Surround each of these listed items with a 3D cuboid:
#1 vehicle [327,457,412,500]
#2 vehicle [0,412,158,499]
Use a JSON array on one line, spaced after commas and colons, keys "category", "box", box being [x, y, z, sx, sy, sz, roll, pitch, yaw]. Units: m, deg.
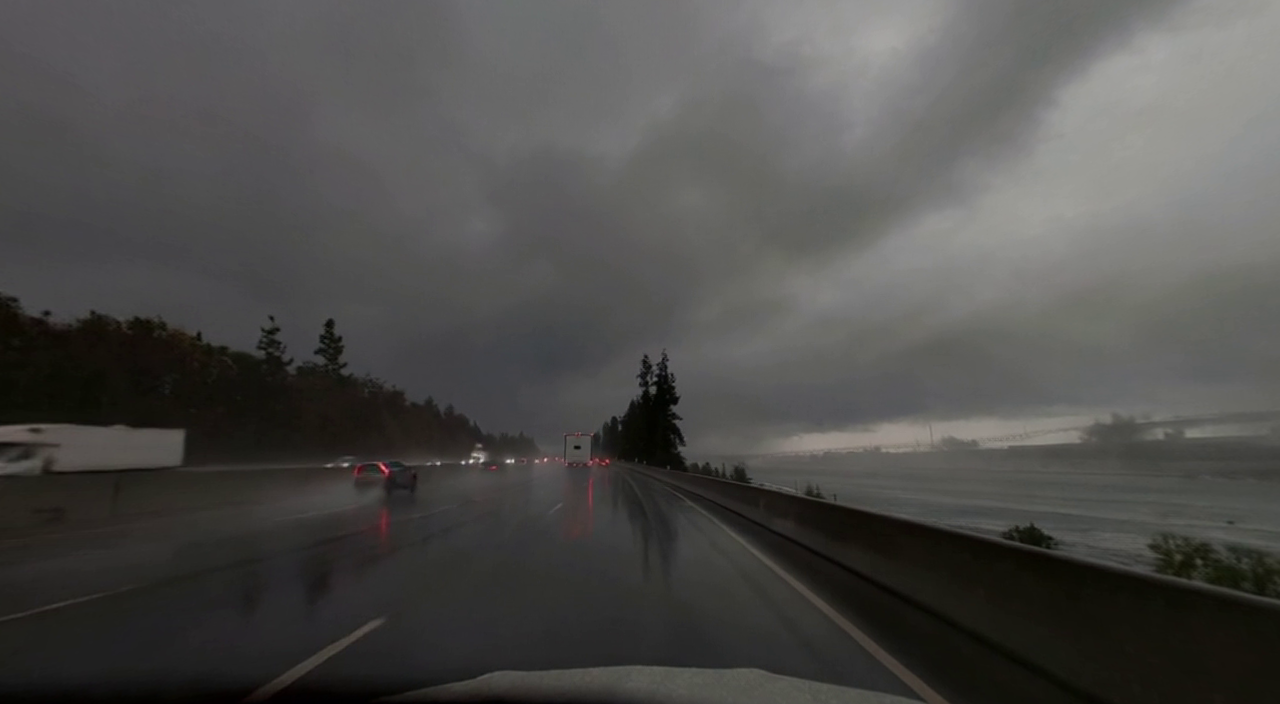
[{"category": "vehicle", "box": [-12.501, 5.844, 29.514, 2.005, 1.774, 4.610, 0, -9, -1]}, {"category": "vehicle", "box": [-25.195, 4.420, 27.317, 2.618, 3.213, 7.693, 0, -9, -2]}]
